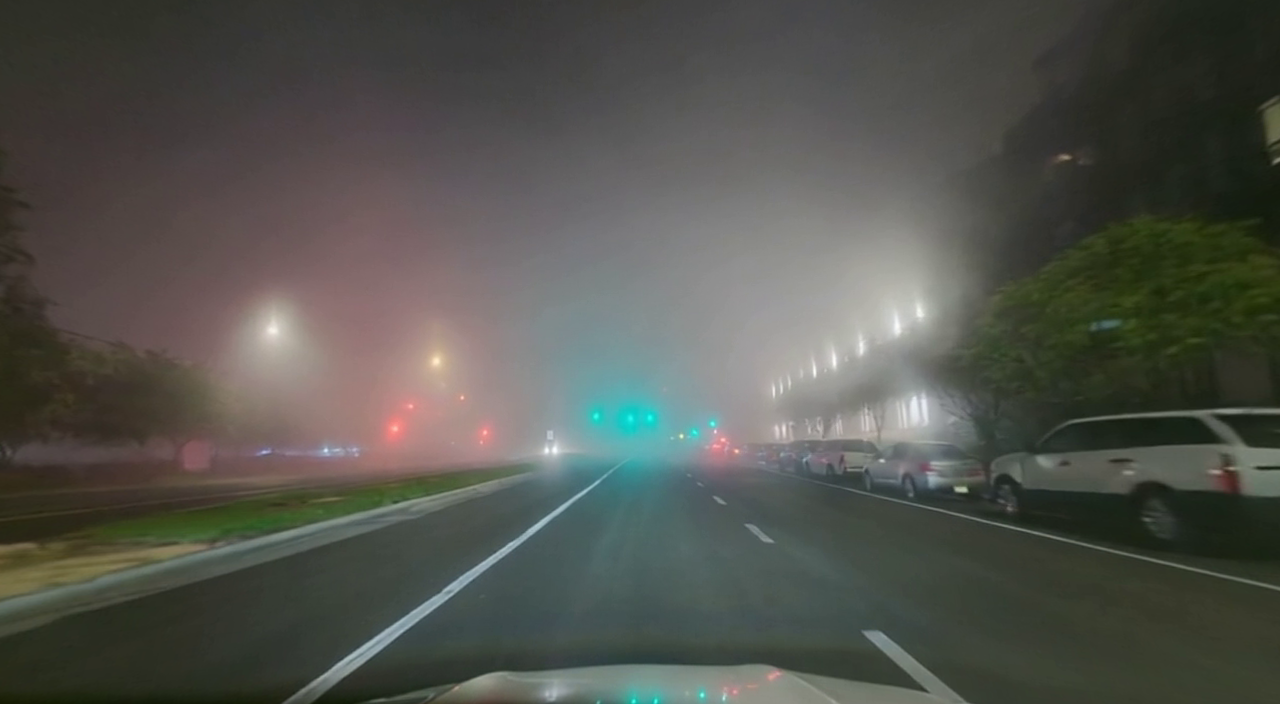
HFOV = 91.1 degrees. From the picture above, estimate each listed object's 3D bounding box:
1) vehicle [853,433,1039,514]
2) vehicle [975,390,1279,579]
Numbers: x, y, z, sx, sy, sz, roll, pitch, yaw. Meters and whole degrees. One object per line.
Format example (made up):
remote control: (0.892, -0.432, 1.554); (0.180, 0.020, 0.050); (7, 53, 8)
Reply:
vehicle: (6.678, 2.678, 14.488); (2.020, 1.520, 4.876); (0, -8, 3)
vehicle: (6.789, 1.596, 8.382); (1.983, 1.772, 4.833); (0, -8, 1)
